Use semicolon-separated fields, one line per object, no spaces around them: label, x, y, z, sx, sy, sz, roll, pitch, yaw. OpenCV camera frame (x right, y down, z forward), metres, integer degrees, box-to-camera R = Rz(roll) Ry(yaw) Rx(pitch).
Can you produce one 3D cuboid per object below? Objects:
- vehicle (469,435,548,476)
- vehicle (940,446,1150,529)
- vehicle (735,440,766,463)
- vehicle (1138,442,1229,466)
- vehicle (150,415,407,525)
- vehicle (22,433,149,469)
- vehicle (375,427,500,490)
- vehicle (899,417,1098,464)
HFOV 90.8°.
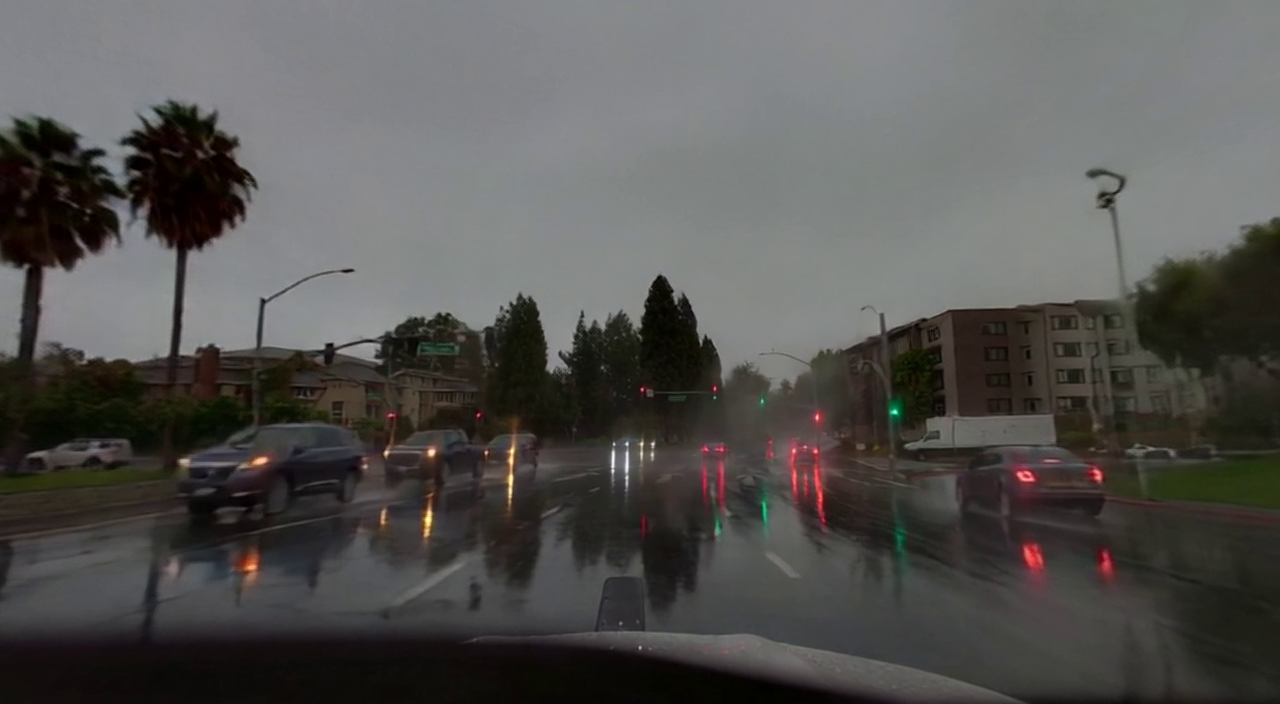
vehicle;-5.819;4.652;28.632;2.010;1.686;4.653;-1;-9;8
vehicle;8.510;2.833;13.927;2.144;1.473;4.638;-1;-9;9
vehicle;8.751;7.858;49.861;2.255;1.708;4.328;-2;-9;10
vehicle;39.460;7.404;45.970;4.479;1.706;2.051;-2;-9;10
vehicle;-6.680;2.244;12.530;2.072;1.738;4.757;-1;-8;3
vehicle;-31.663;5.644;36.297;5.112;1.780;1.981;2;-8;-30
vehicle;-6.388;3.420;20.659;2.188;1.789;4.881;-1;-8;4
vehicle;27.038;6.826;48.426;12.701;3.428;3.061;-2;-9;10
